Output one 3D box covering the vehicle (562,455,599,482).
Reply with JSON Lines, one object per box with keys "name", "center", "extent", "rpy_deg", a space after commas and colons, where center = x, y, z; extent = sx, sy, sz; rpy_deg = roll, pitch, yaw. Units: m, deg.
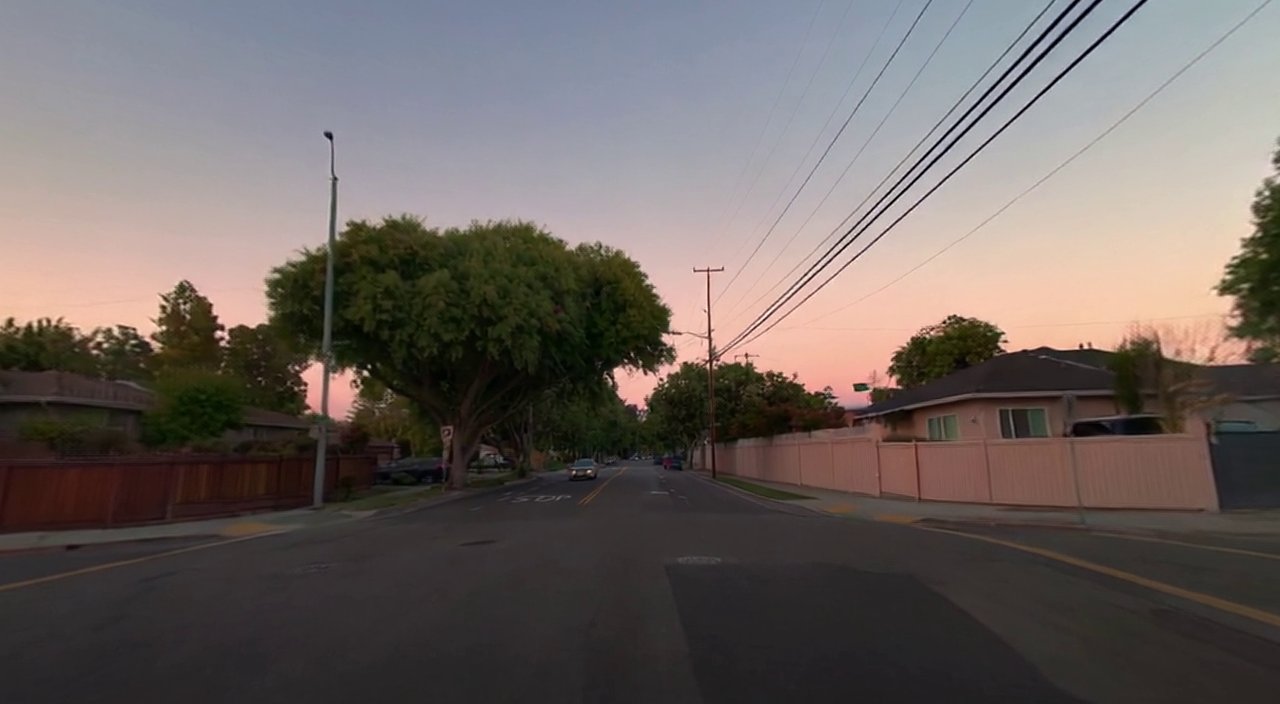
{"name": "vehicle", "center": [-3.761, 7.439, 40.506], "extent": [1.935, 1.595, 3.972], "rpy_deg": [0, -9, 1]}
